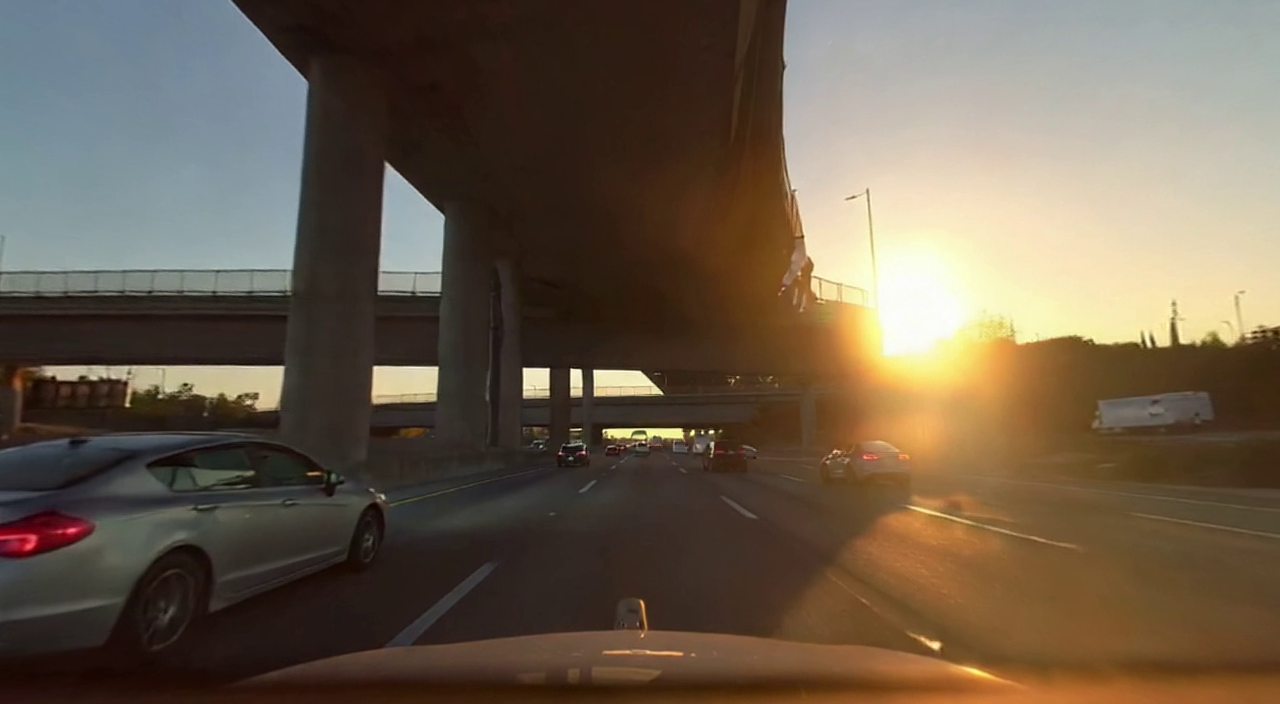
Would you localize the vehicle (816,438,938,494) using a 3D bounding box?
[{"bbox_3d":[6.989,3.406,19.194,1.989,1.472,4.322,0,-9,-1],"label":"vehicle"}]

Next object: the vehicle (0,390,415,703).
[{"bbox_3d":[-3.598,1.241,4.852,1.997,1.476,4.703,0,-9,0],"label":"vehicle"}]

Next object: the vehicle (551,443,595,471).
[{"bbox_3d":[-3.736,5.924,35.882,2.047,1.464,4.387,0,-9,0],"label":"vehicle"}]

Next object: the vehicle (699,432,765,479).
[{"bbox_3d":[3.704,4.280,26.245,2.072,1.761,4.242,0,-9,0],"label":"vehicle"}]
